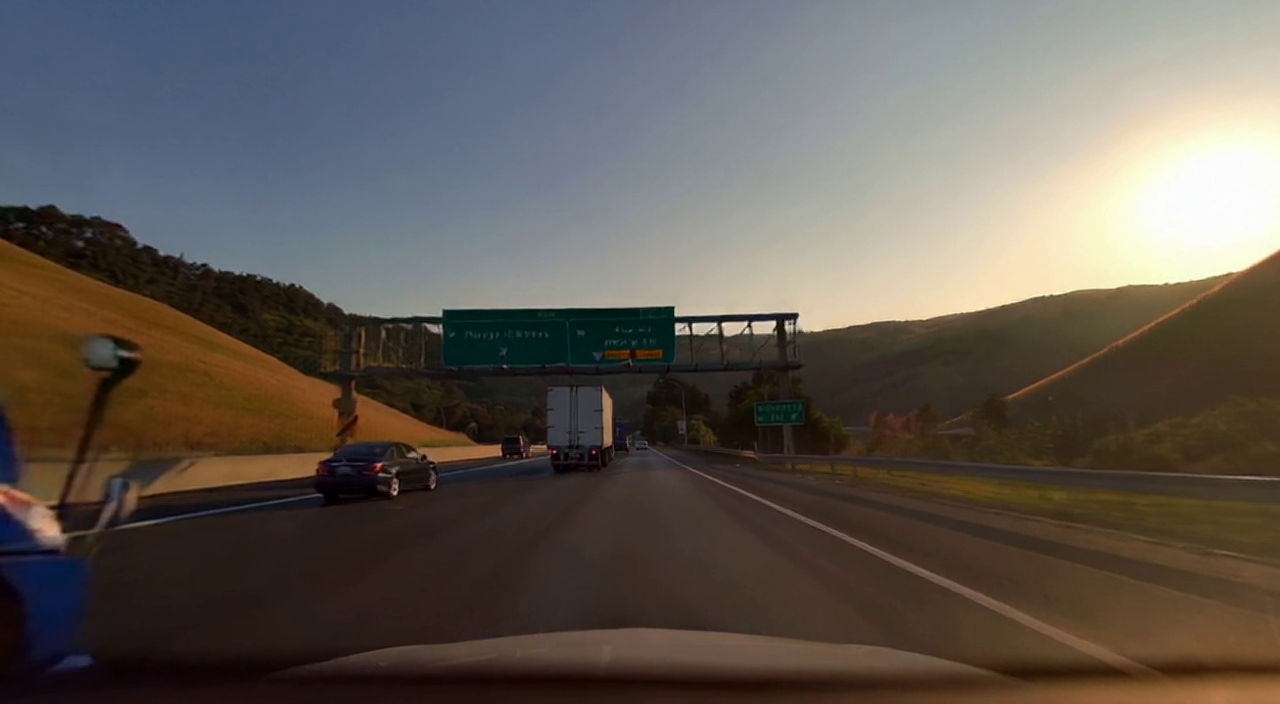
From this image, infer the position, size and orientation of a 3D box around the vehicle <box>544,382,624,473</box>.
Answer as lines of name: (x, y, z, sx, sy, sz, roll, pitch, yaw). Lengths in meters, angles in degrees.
vehicle: (-2.896, 4.817, 38.552, 3.202, 4.352, 16.251, 0, -8, 1)

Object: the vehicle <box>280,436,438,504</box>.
vehicle: (-7.009, 2.971, 16.368, 1.911, 1.494, 4.555, -1, -8, 1)
